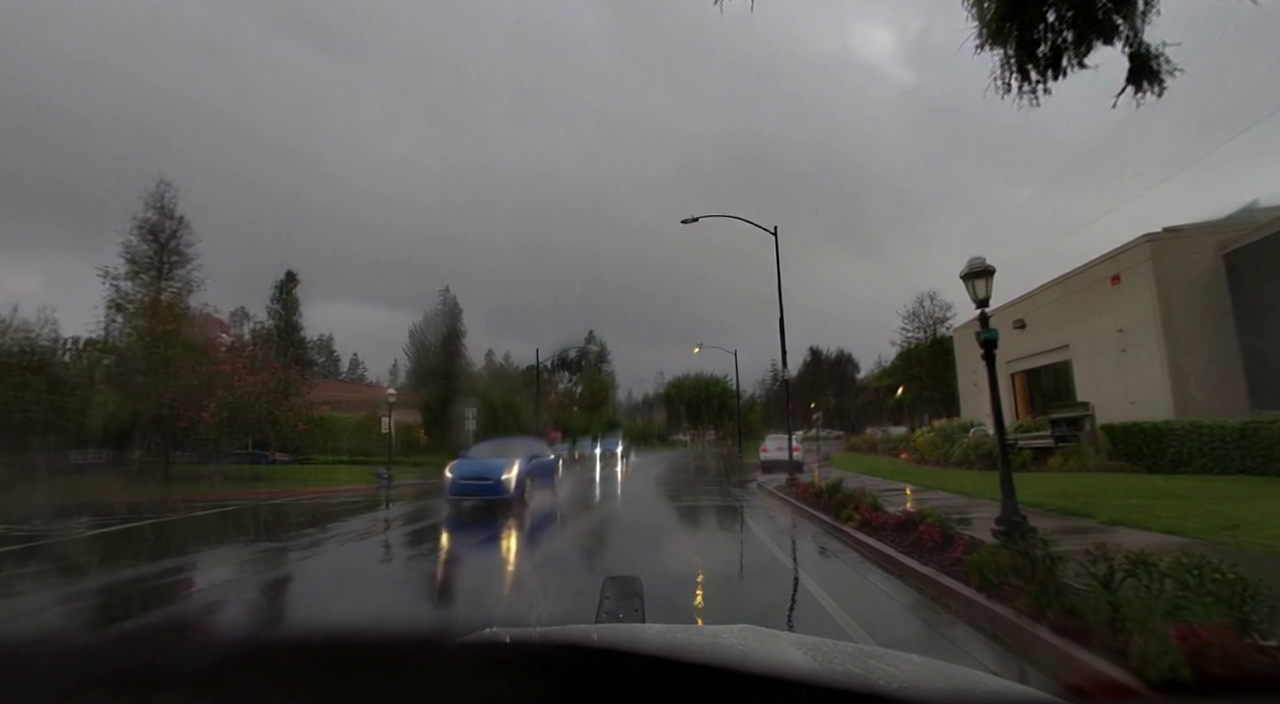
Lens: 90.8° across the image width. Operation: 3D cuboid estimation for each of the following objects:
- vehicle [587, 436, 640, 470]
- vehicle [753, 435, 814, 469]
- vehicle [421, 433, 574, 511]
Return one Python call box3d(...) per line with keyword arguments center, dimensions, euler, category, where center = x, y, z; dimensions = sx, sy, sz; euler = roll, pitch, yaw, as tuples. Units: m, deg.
box3d(center=(-1.328, 5.372, 33.701), dimensions=(2.110, 1.651, 4.410), euler=(-1, -9, 7), category="vehicle")
box3d(center=(6.669, 4.716, 29.897), dimensions=(1.918, 1.461, 4.419), euler=(0, -8, 1), category="vehicle")
box3d(center=(-3.045, 2.699, 14.701), dimensions=(2.056, 1.508, 4.596), euler=(-1, -9, 6), category="vehicle")
